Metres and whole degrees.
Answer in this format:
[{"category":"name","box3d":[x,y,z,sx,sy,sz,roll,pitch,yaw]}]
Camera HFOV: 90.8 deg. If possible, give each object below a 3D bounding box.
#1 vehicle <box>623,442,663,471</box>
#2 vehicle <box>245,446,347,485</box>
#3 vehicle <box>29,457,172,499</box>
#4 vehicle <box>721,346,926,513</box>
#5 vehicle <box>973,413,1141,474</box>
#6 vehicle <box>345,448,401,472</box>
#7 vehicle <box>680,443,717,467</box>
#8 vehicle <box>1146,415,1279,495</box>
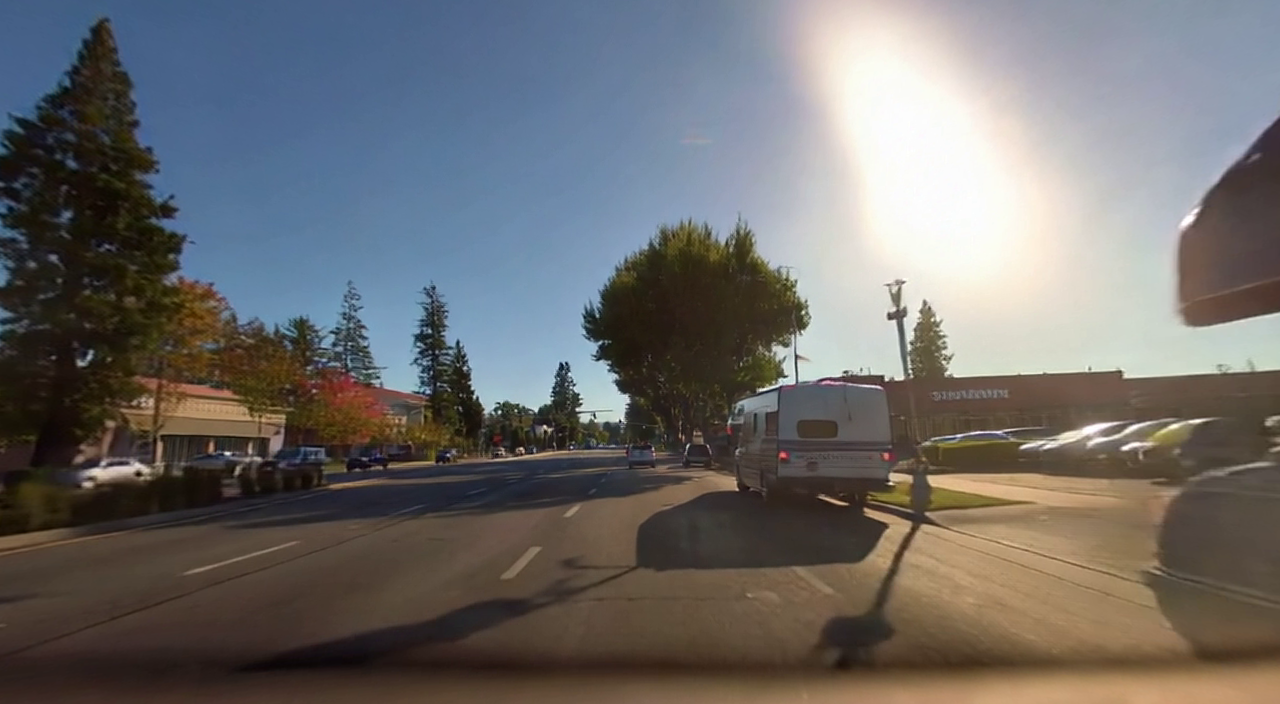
[{"category":"vehicle","box3d":[0.125,5.851,35.425,2.103,1.506,4.742,0,-9,-1]},{"category":"vehicle","box3d":[-14.740,4.850,27.356,2.028,1.535,4.217,0,-9,0]},{"category":"vehicle","box3d":[-20.793,4.841,24.644,1.796,1.445,4.236,0,-9,0]},{"category":"vehicle","box3d":[4.072,2.132,16.337,2.924,3.250,7.780,-1,-9,0]},{"category":"vehicle","box3d":[13.925,3.136,21.454,4.312,1.647,1.921,-8,-10,23]},{"category":"vehicle","box3d":[-17.931,7.289,42.675,1.889,1.507,4.388,0,-9,0]},{"category":"vehicle","box3d":[4.127,7.346,45.270,2.060,1.611,4.675,0,-9,-1]},{"category":"vehicle","box3d":[13.160,2.042,12.654,4.140,1.465,2.072,-1,-9,3]}]
